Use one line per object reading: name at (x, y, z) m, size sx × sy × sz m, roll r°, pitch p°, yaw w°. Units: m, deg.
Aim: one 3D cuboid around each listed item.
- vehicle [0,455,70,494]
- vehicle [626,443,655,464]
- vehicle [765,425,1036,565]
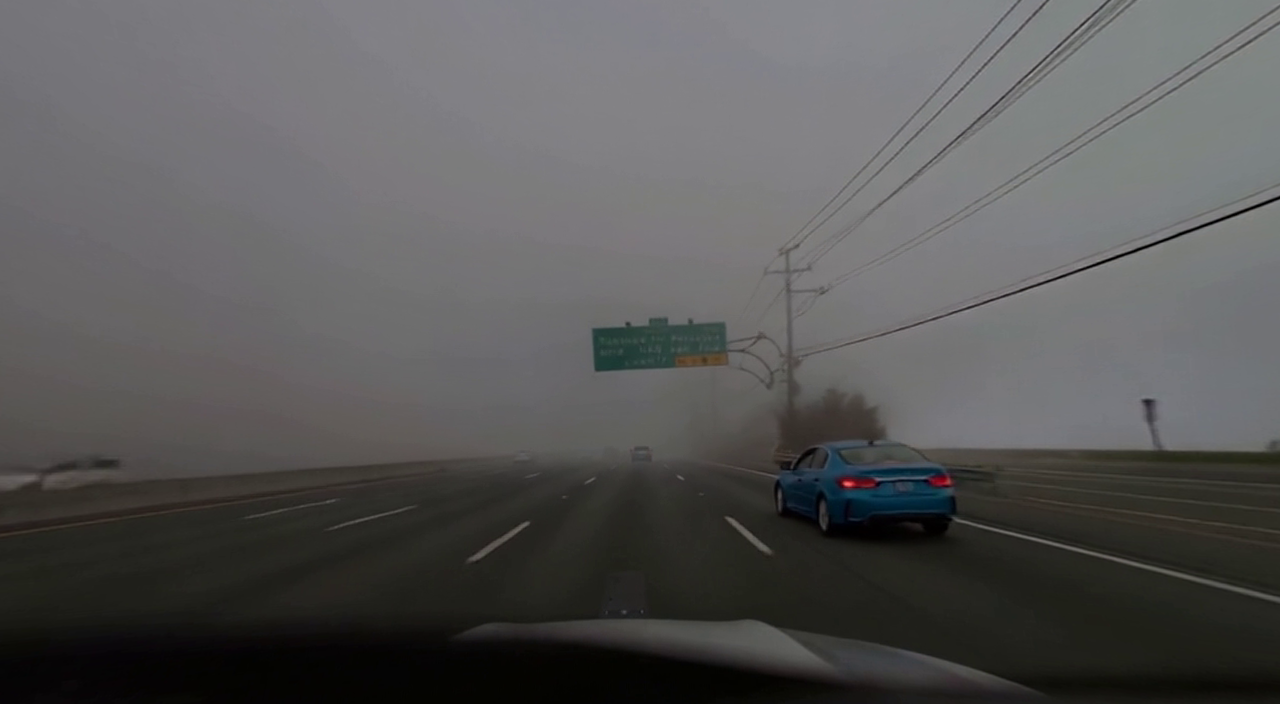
vehicle at (-24.291, 4.710, 24.312) m, size 1.464 × 1.356 × 3.299 m, roll -1°, pitch -8°, yaw 2°
vehicle at (0.010, 7.503, 46.894) m, size 2.036 × 1.474 × 3.969 m, roll 0°, pitch -8°, yaw 0°
vehicle at (3.351, 1.928, 9.295) m, size 2.060 × 1.526 × 4.387 m, roll 0°, pitch -8°, yaw -1°
